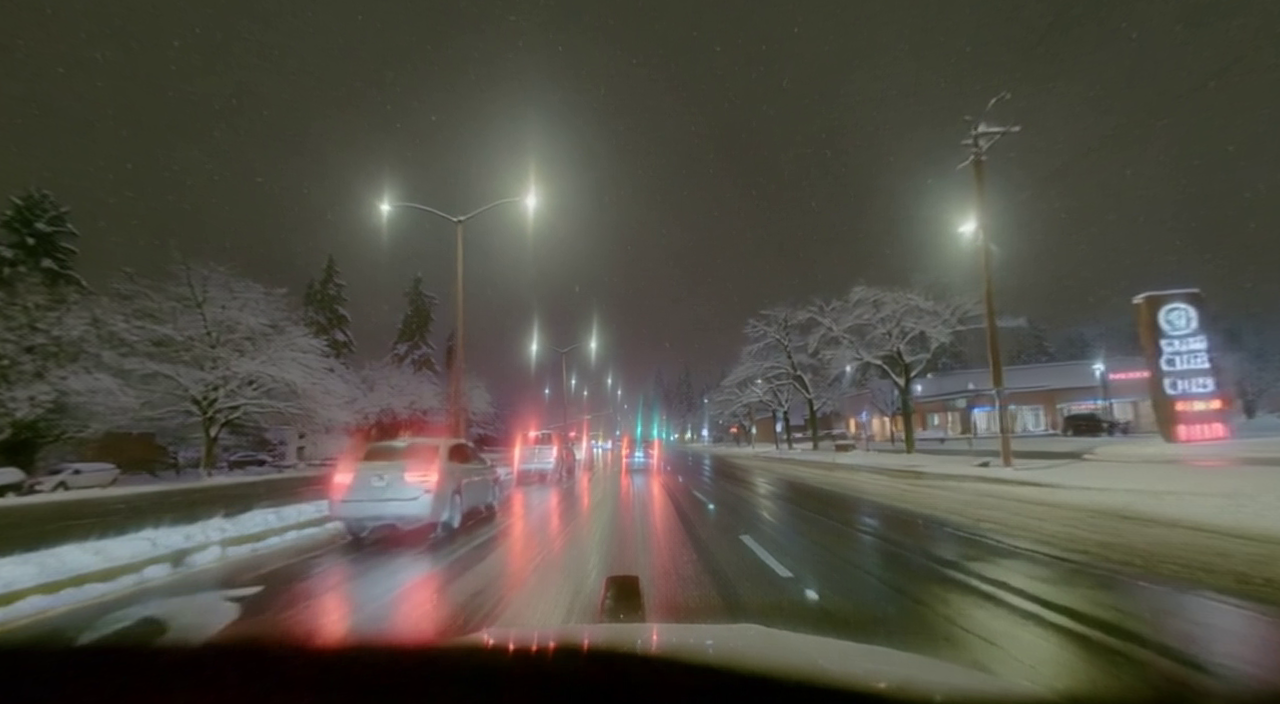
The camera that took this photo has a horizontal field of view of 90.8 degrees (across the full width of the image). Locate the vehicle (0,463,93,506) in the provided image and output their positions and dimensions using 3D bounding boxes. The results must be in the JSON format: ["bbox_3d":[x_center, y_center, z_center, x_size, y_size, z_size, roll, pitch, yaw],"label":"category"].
[{"bbox_3d":[-28.799,6.229,29.480,4.586,1.682,2.003,-3,-8,-4],"label":"vehicle"}]

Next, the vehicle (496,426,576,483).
[{"bbox_3d":[-3.443,3.494,21.745,2.046,1.751,4.208,0,-9,0],"label":"vehicle"}]

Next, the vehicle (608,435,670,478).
[{"bbox_3d":[-0.065,3.892,23.708,2.126,1.475,3.967,0,-9,-1],"label":"vehicle"}]

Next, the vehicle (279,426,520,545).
[{"bbox_3d":[-3.483,2.036,10.305,2.139,1.487,4.453,0,-9,0],"label":"vehicle"}]
